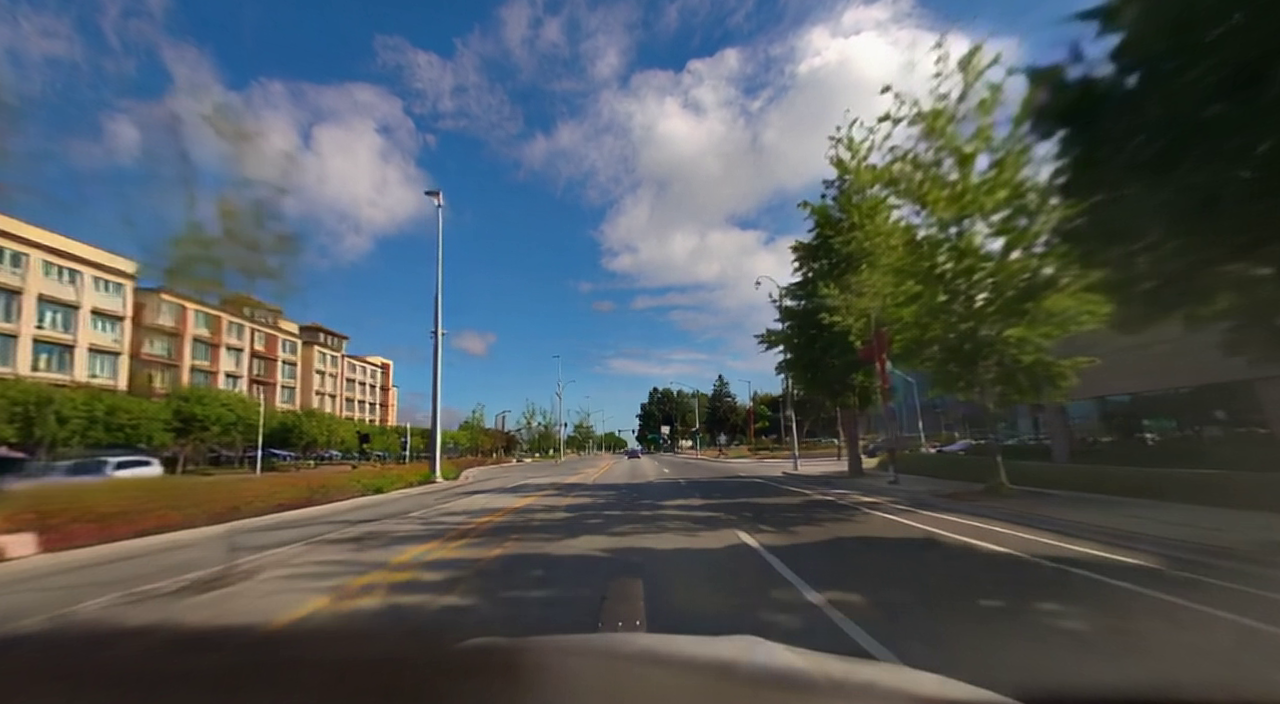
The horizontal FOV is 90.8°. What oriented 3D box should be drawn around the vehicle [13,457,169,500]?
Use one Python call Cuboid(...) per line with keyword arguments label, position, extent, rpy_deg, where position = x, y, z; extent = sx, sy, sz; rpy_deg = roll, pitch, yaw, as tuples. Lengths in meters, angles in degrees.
Cuboid(label="vehicle", position=(-21.257, 4.875, 24.809), extent=(1.867, 1.464, 4.748), rpy_deg=(0, -9, 0))
